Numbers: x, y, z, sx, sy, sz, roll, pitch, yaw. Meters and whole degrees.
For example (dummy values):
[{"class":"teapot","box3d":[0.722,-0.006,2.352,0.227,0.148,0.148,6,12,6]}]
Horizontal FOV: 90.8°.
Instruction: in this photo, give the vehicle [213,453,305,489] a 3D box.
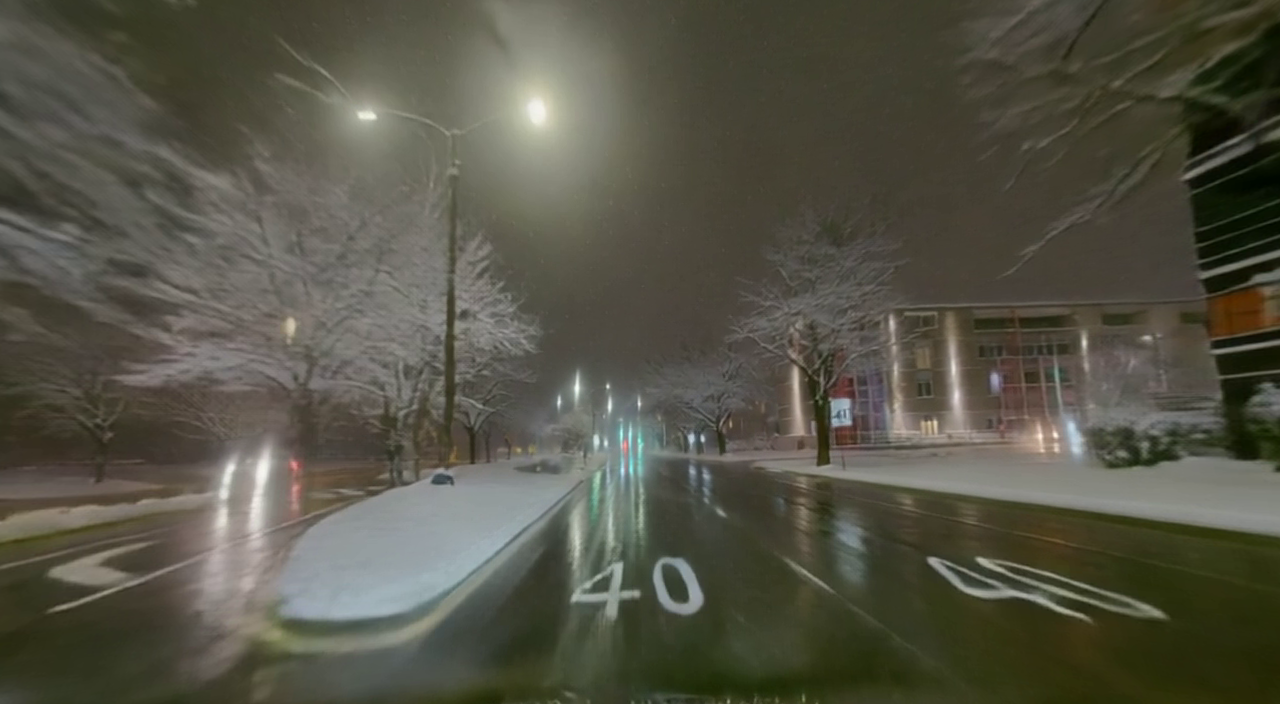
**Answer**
[{"class":"vehicle","box3d":[-18.420,5.757,30.822,1.877,1.557,4.423,0,-9,-3]}]
